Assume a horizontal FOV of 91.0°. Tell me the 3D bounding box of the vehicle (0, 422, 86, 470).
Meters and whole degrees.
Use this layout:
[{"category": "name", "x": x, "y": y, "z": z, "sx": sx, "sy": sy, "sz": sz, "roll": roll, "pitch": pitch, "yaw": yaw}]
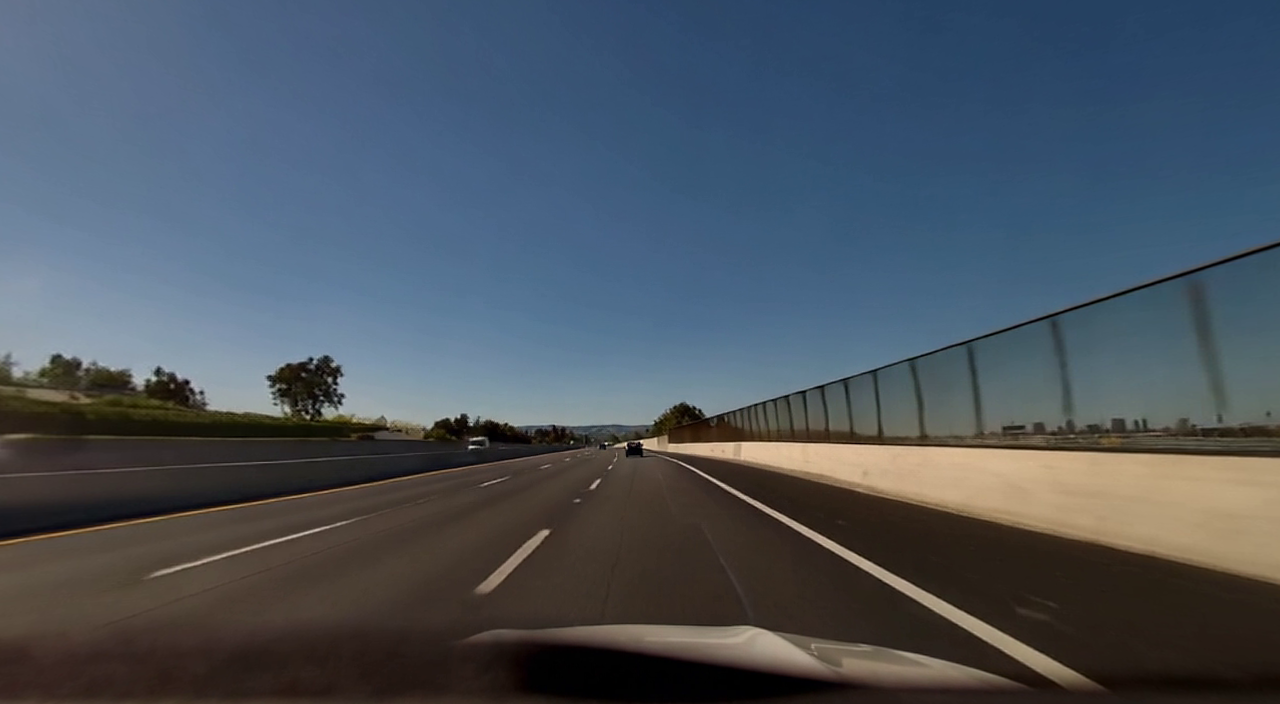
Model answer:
[{"category": "vehicle", "x": -24.026, "y": 3.529, "z": 23.609, "sx": 2.268, "sy": 1.693, "sz": 4.484, "roll": -1, "pitch": -8, "yaw": 0}]
